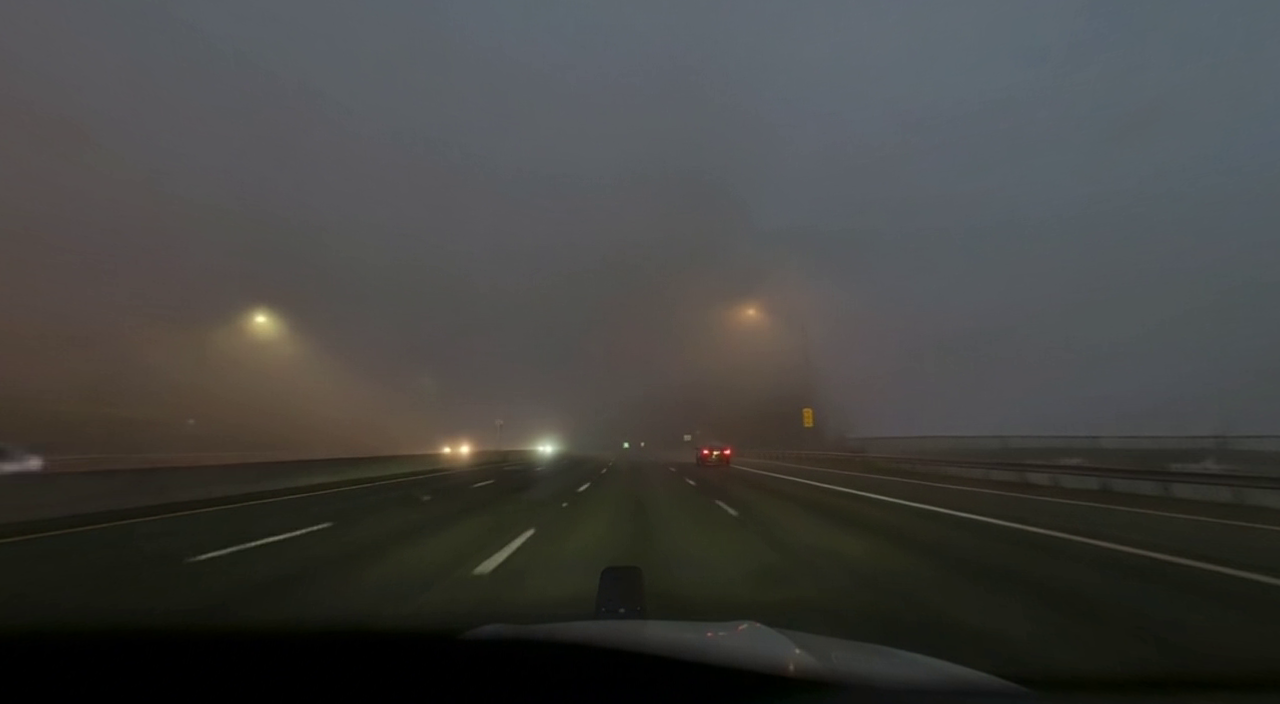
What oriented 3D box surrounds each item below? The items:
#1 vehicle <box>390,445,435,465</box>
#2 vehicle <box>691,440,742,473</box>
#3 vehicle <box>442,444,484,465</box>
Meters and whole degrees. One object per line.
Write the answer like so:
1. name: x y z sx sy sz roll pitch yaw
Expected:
1. vehicle: -17.401 7.882 48.419 1.871 1.469 4.633 0 -8 -2
2. vehicle: 3.661 5.071 30.862 1.926 1.477 4.025 0 -8 -1
3. vehicle: -13.429 7.813 48.240 1.940 1.482 4.653 0 -9 -1
